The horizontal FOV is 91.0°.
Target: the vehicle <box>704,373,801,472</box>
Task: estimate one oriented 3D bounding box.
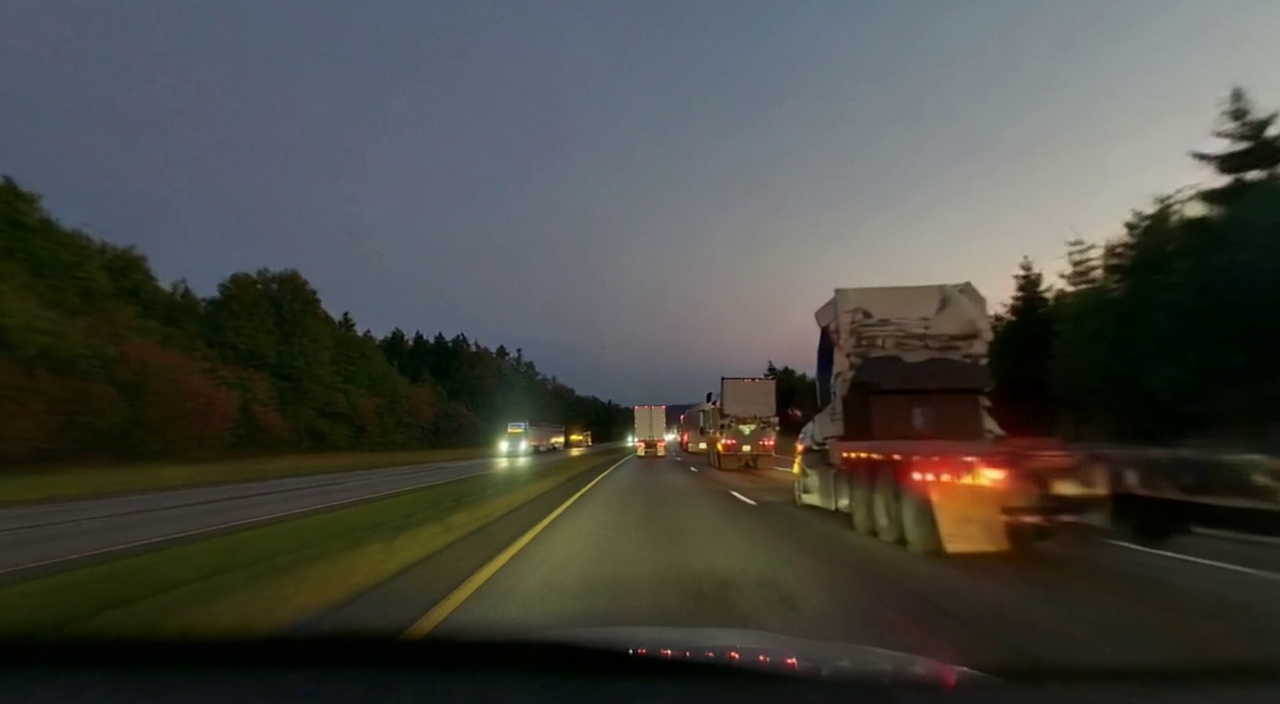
[{"bbox_3d":[5.292,3.788,32.455,2.749,4.051,12.981,-1,-8,1],"label":"vehicle"}]

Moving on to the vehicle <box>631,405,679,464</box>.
[{"bbox_3d":[0.926,5.151,39.094,2.644,3.247,7.454,-1,-8,2],"label":"vehicle"}]

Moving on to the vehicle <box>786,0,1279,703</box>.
[{"bbox_3d":[4.506,0.364,7.481,2.889,4.034,11.142,0,-8,0],"label":"vehicle"}]
